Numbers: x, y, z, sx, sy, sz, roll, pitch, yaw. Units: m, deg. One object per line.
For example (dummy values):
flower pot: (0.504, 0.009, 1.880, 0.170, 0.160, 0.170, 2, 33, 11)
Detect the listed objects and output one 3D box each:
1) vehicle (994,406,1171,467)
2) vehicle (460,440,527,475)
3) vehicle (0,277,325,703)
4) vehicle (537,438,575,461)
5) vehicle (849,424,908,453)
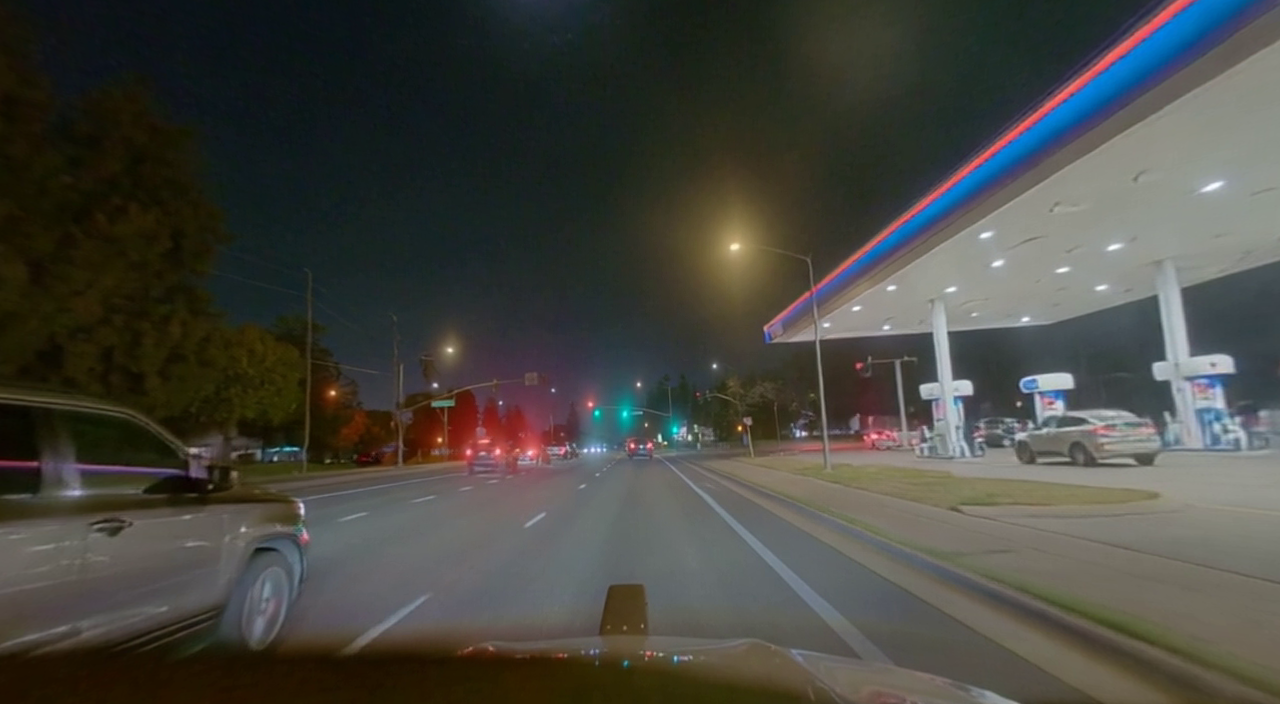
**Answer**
vehicle: (16.055, 3.152, 23.437, 2.178, 1.911, 5.852, -1, -8, -2)
vehicle: (-6.573, 4.763, 28.755, 1.960, 1.468, 4.345, 0, -8, 1)
vehicle: (-3.220, 0.643, 1.825, 2.190, 1.844, 4.751, 0, -8, -1)
vehicle: (-6.199, 7.251, 47.008, 2.130, 1.636, 4.427, 0, -8, 1)
vehicle: (16.112, 5.890, 42.821, 2.116, 1.849, 4.806, 0, -8, 0)
